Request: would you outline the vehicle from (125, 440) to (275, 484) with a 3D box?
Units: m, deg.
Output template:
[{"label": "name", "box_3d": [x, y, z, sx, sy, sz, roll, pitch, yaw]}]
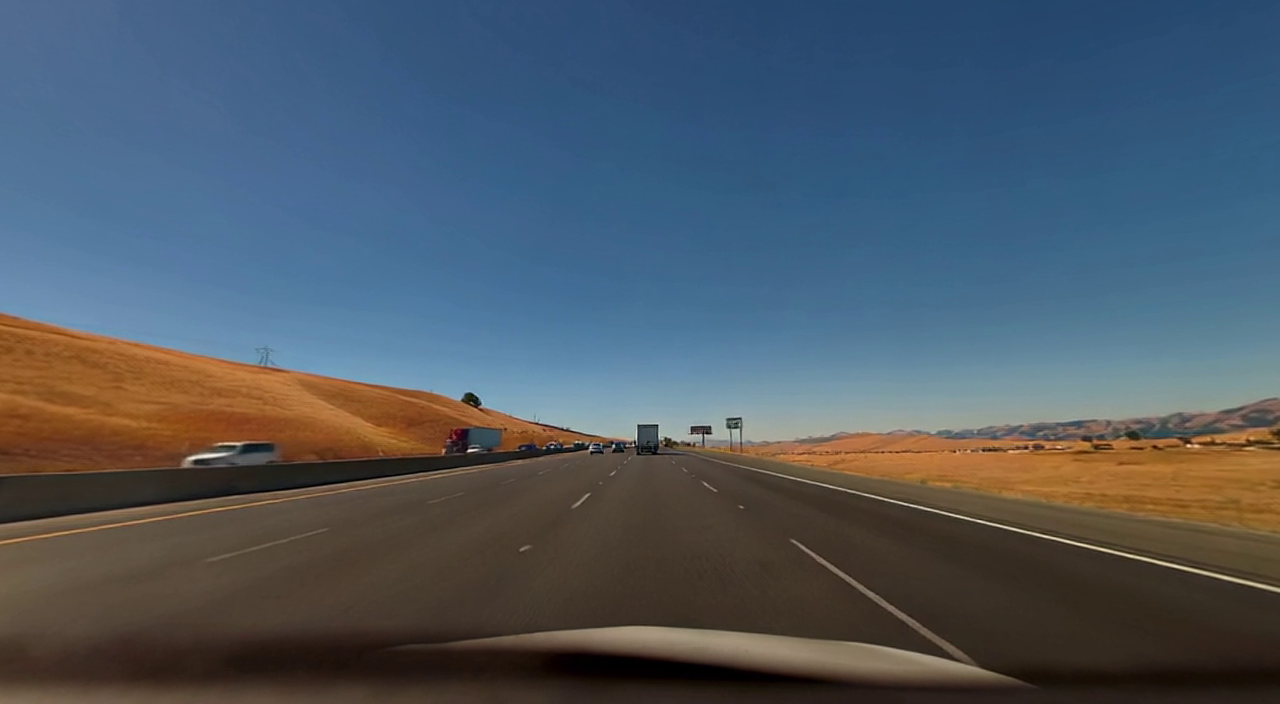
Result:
[{"label": "vehicle", "box_3d": [-20.471, 5.118, 29.827, 2.797, 1.831, 5.896, 0, -8, 0]}]
